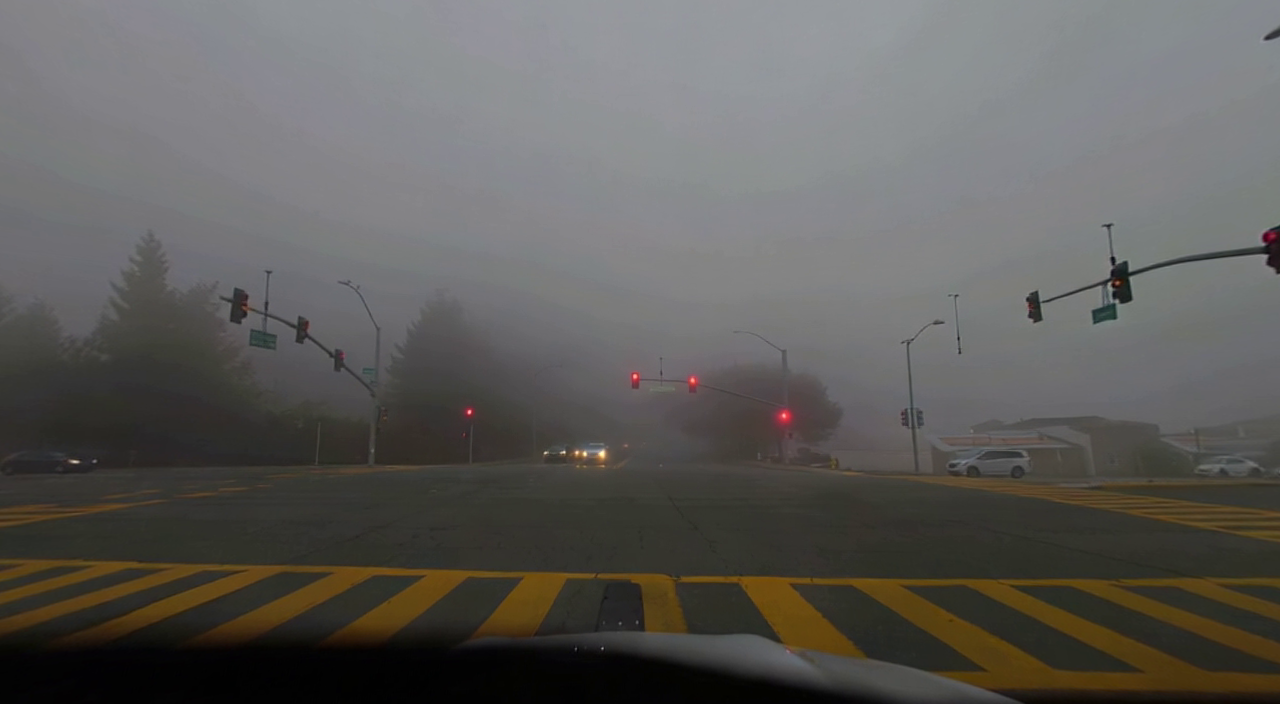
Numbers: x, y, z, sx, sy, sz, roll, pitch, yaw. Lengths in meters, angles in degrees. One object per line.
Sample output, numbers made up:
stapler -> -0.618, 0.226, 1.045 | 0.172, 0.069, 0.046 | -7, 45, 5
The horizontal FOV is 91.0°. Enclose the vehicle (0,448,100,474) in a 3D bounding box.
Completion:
vehicle -> -35.151, 6.417, 37.171 | 4.741, 1.447, 1.807 | 0, -9, 0

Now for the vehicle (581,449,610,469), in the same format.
vehicle -> -3.463, 8.372, 49.301 | 1.908, 1.441, 4.142 | 0, -8, 1

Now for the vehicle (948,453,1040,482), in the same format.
vehicle -> 21.088, 6.874, 37.580 | 4.447, 1.623, 1.801 | 0, -9, -3

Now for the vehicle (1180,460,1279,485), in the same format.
vehicle -> 36.213, 7.312, 38.297 | 4.976, 1.428, 1.929 | 0, -8, -2
